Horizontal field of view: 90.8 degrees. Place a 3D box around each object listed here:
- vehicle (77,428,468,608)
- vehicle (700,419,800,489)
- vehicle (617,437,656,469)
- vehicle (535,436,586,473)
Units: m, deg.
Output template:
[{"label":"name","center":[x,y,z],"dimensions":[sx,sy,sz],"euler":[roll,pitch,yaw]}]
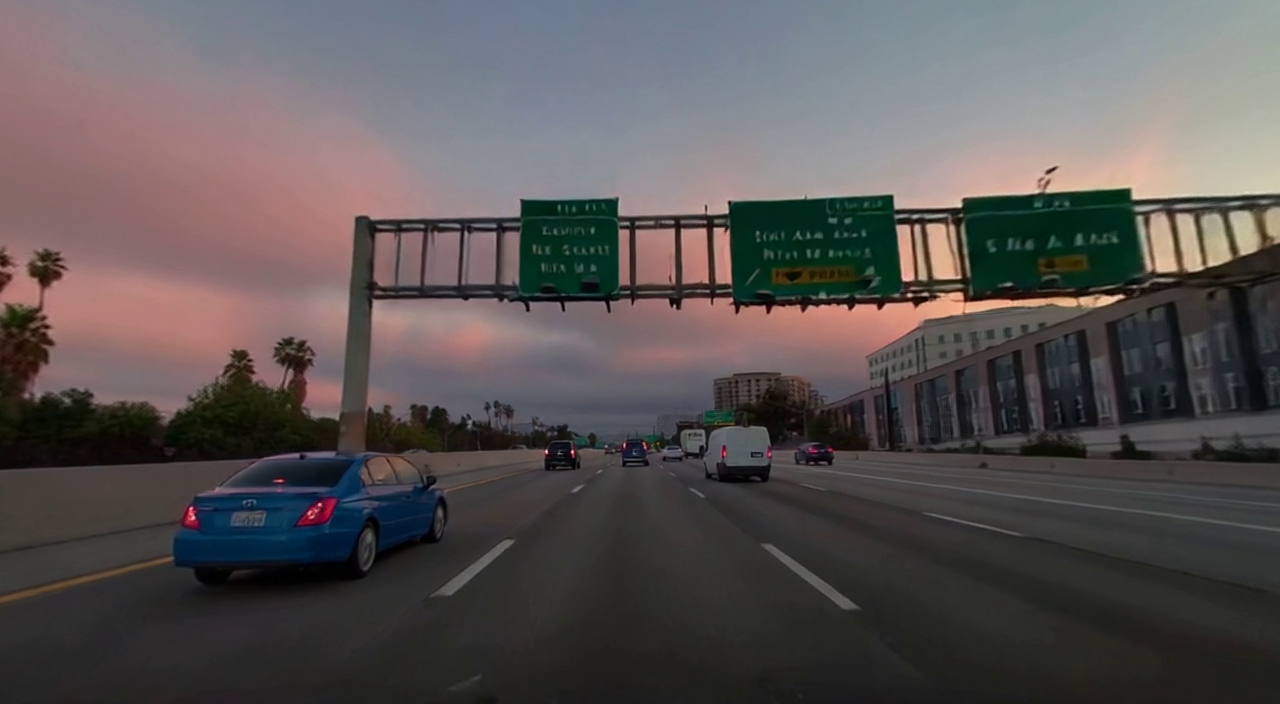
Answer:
[{"label":"vehicle","center":[-3.637,1.706,7.468],"dimensions":[1.991,1.469,4.381],"euler":[0,-9,0]},{"label":"vehicle","center":[3.583,3.503,21.930],"dimensions":[2.250,2.074,5.723],"euler":[0,-9,-2]},{"label":"vehicle","center":[-0.246,6.023,37.877],"dimensions":[2.212,1.786,4.198],"euler":[0,-9,-1]},{"label":"vehicle","center":[-4.146,5.440,33.699],"dimensions":[2.109,1.793,4.613],"euler":[0,-9,0]}]
